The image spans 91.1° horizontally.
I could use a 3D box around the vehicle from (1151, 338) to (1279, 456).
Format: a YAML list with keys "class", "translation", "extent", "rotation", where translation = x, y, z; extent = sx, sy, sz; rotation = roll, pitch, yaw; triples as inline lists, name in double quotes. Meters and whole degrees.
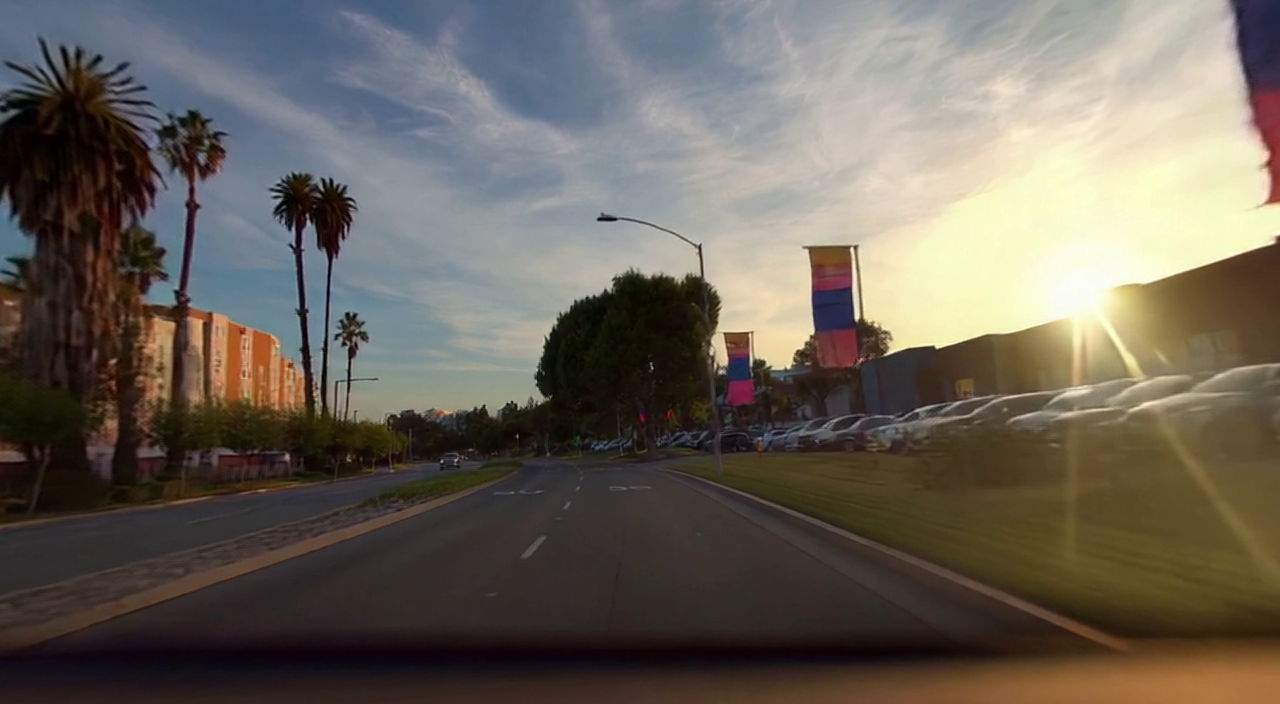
- class: "vehicle"
  translation: [11.138, 0.548, 9.922]
  extent: [3.942, 1.660, 2.263]
  rotation: [-7, -8, 2]
